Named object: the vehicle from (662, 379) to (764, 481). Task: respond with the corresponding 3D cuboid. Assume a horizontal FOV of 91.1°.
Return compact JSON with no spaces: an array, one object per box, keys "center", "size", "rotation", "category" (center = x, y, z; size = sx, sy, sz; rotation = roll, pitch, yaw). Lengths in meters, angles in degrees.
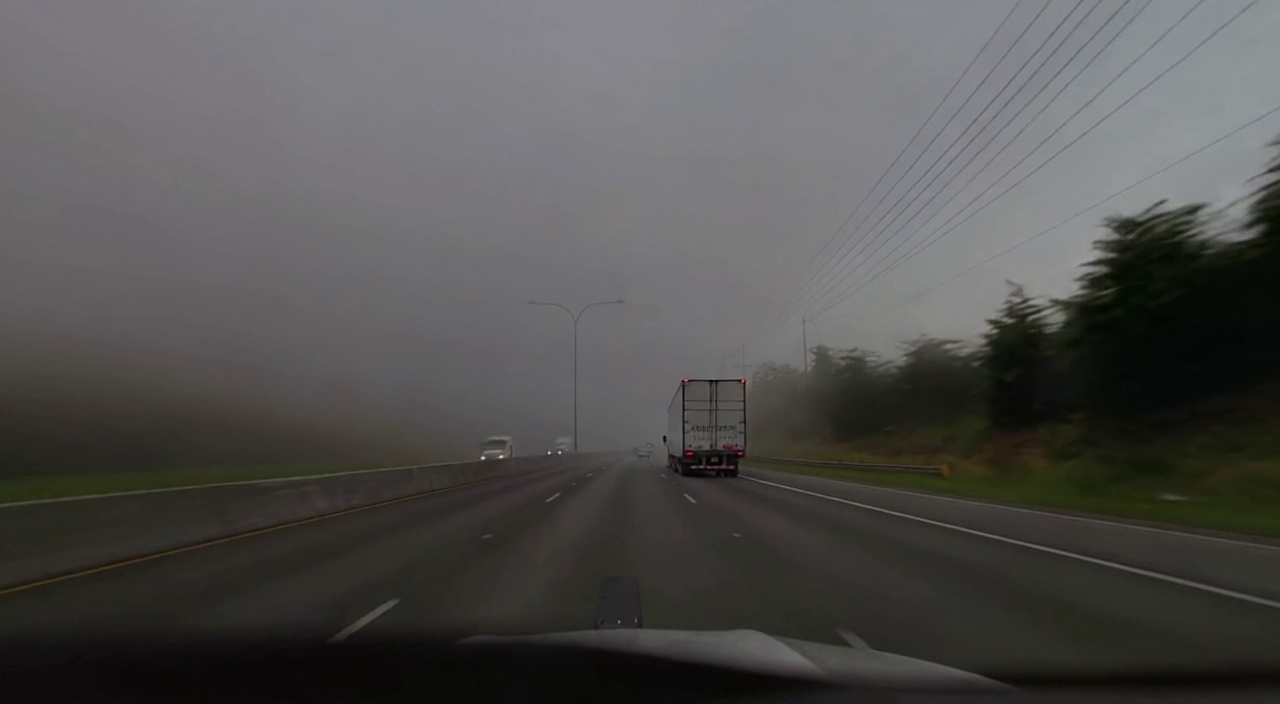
[{"center":[3.182,4.385,33.576],"size":[3.202,4.046,17.146],"rotation":[0,-9,-1],"category":"vehicle"}]
